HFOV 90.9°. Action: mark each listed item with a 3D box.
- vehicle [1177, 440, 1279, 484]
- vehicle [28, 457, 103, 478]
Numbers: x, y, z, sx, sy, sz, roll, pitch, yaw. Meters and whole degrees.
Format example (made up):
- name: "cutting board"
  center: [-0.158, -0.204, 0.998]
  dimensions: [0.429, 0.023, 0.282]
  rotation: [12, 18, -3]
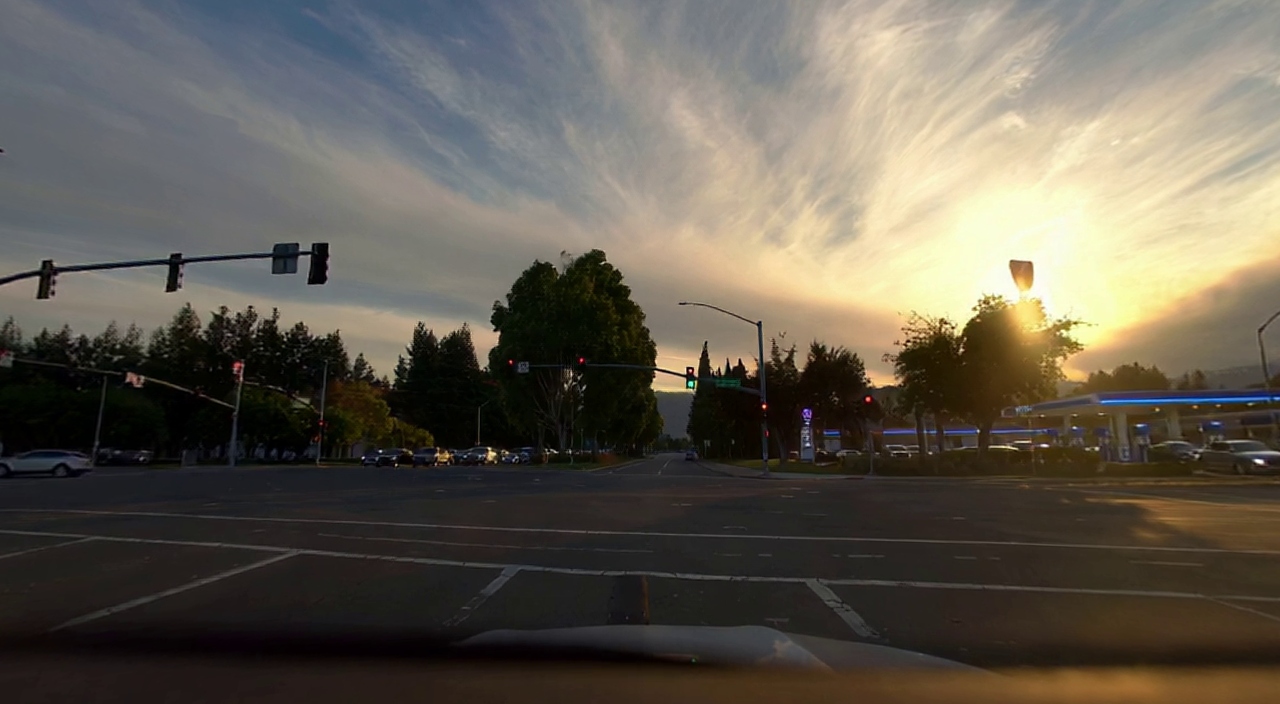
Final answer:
- name: "vehicle"
  center: [22.089, 3.785, 21.843]
  dimensions: [4.716, 1.455, 2.060]
  rotation: [-3, -9, 17]
- name: "vehicle"
  center: [-42.308, 8.481, 46.447]
  dimensions: [4.465, 1.469, 1.971]
  rotation: [-3, -9, 17]
